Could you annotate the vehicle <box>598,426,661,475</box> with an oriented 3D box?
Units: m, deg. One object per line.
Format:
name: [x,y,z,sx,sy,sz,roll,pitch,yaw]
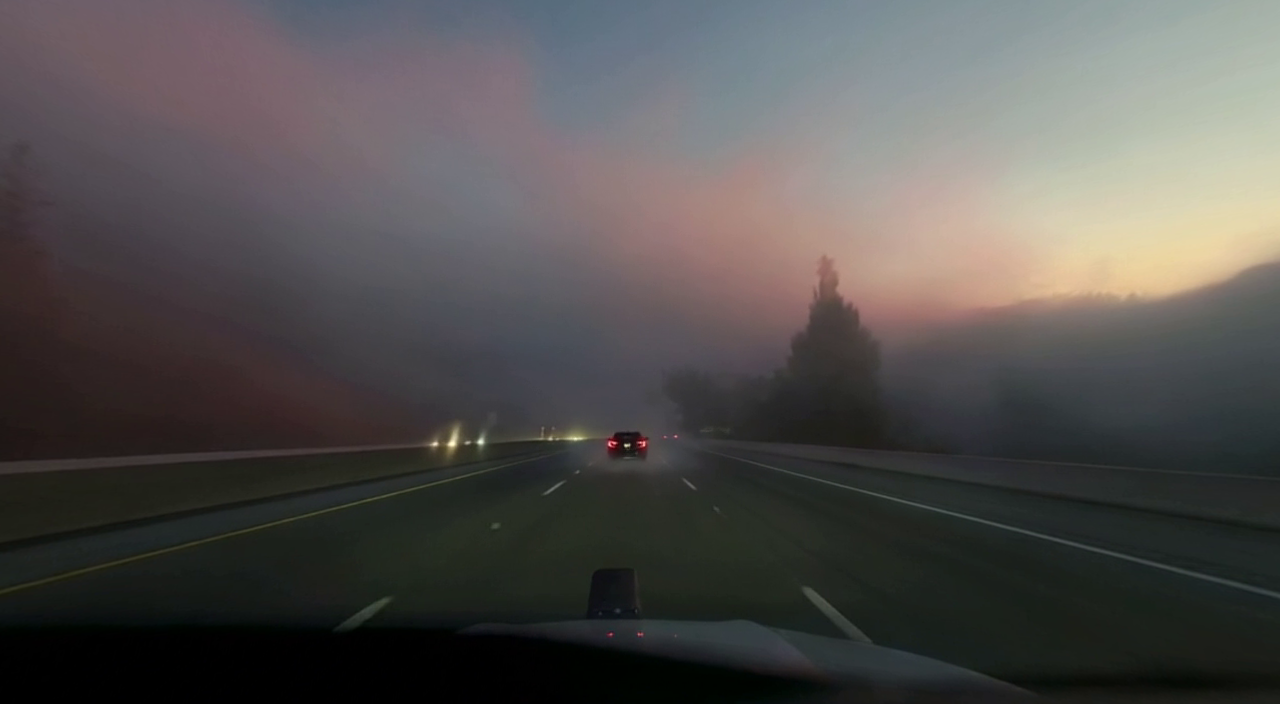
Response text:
vehicle: [-0.370,3.504,22.686,2.094,1.600,3.666,0,-8,-1]
